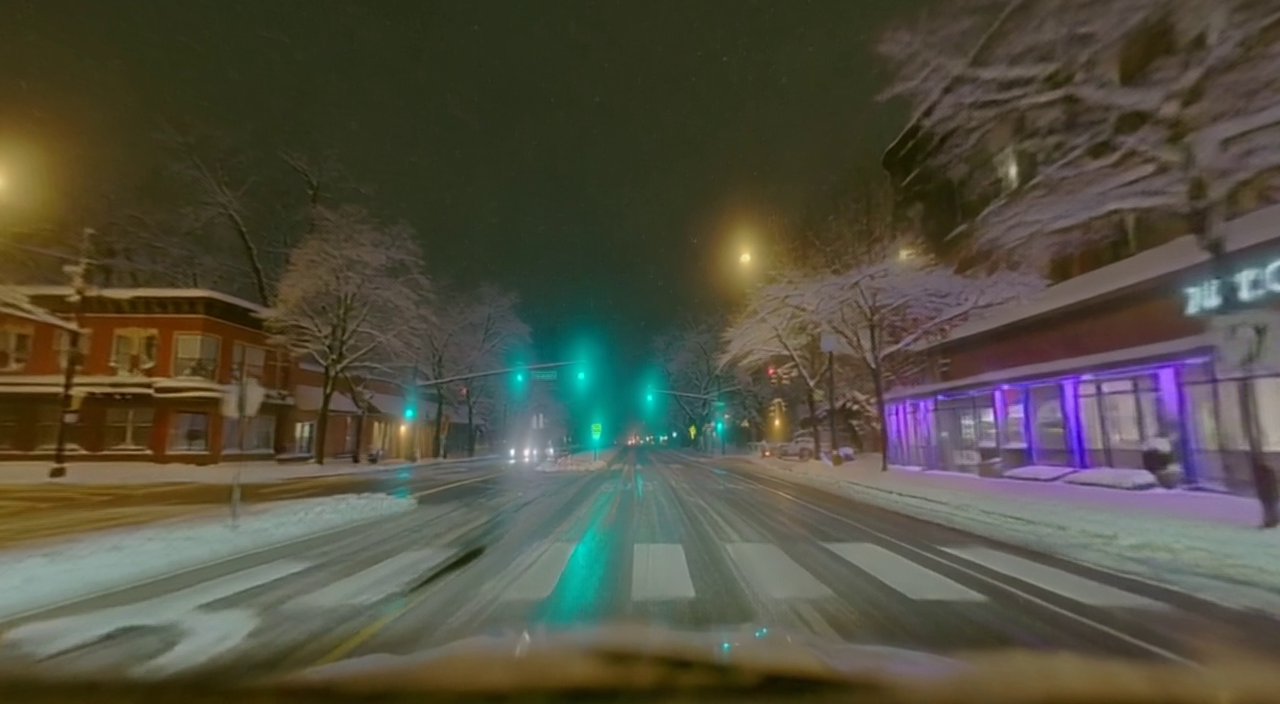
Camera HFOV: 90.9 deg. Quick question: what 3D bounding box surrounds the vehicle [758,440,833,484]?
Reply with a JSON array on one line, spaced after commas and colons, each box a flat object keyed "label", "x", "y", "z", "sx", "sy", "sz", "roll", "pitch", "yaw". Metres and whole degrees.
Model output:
[{"label": "vehicle", "x": 6.235, "y": 4.435, "z": 25.747, "sx": 1.906, "sy": 1.523, "sz": 4.336, "roll": 4, "pitch": -8, "yaw": 0}]
